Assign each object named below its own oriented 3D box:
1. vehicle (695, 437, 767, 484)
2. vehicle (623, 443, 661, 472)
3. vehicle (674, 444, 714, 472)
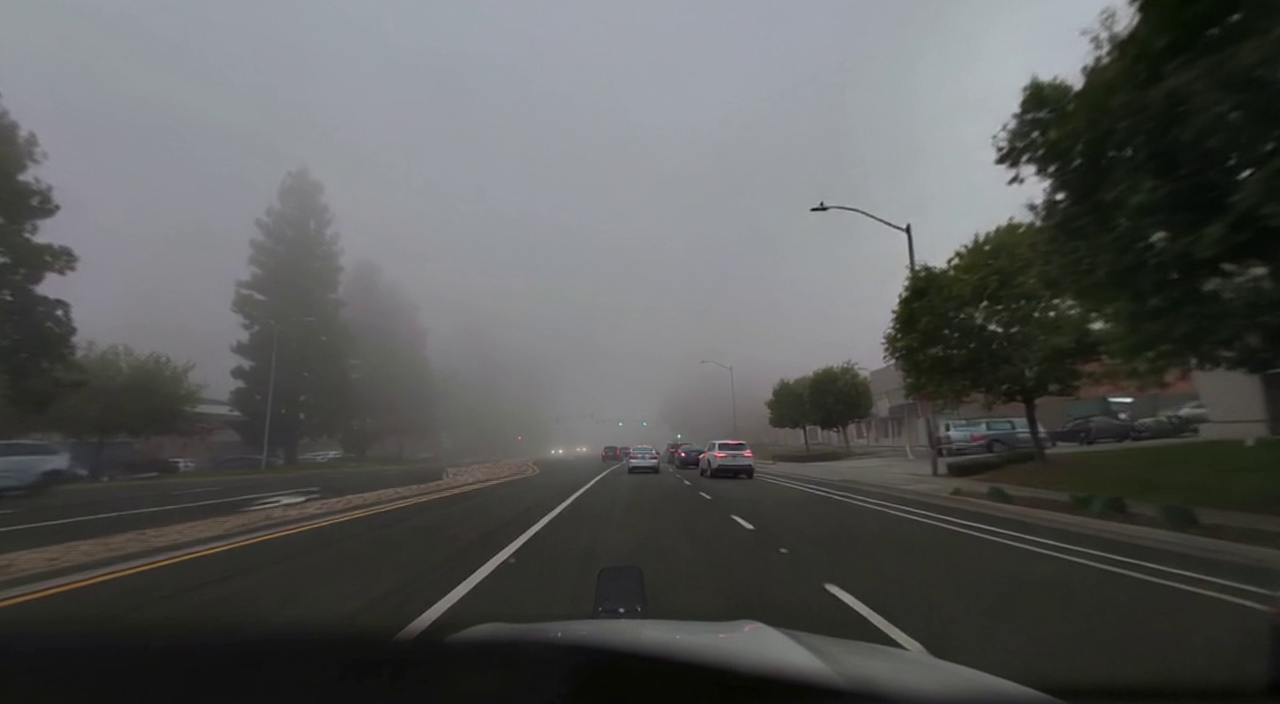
[{"bbox_3d":[3.439,4.204,24.717,2.085,1.668,4.077,0,-8,-1],"label":"vehicle"},{"bbox_3d":[0.090,5.904,35.670,2.023,1.532,3.891,0,-8,-1],"label":"vehicle"},{"bbox_3d":[3.029,6.071,36.422,1.864,1.484,4.662,0,-8,0],"label":"vehicle"}]
